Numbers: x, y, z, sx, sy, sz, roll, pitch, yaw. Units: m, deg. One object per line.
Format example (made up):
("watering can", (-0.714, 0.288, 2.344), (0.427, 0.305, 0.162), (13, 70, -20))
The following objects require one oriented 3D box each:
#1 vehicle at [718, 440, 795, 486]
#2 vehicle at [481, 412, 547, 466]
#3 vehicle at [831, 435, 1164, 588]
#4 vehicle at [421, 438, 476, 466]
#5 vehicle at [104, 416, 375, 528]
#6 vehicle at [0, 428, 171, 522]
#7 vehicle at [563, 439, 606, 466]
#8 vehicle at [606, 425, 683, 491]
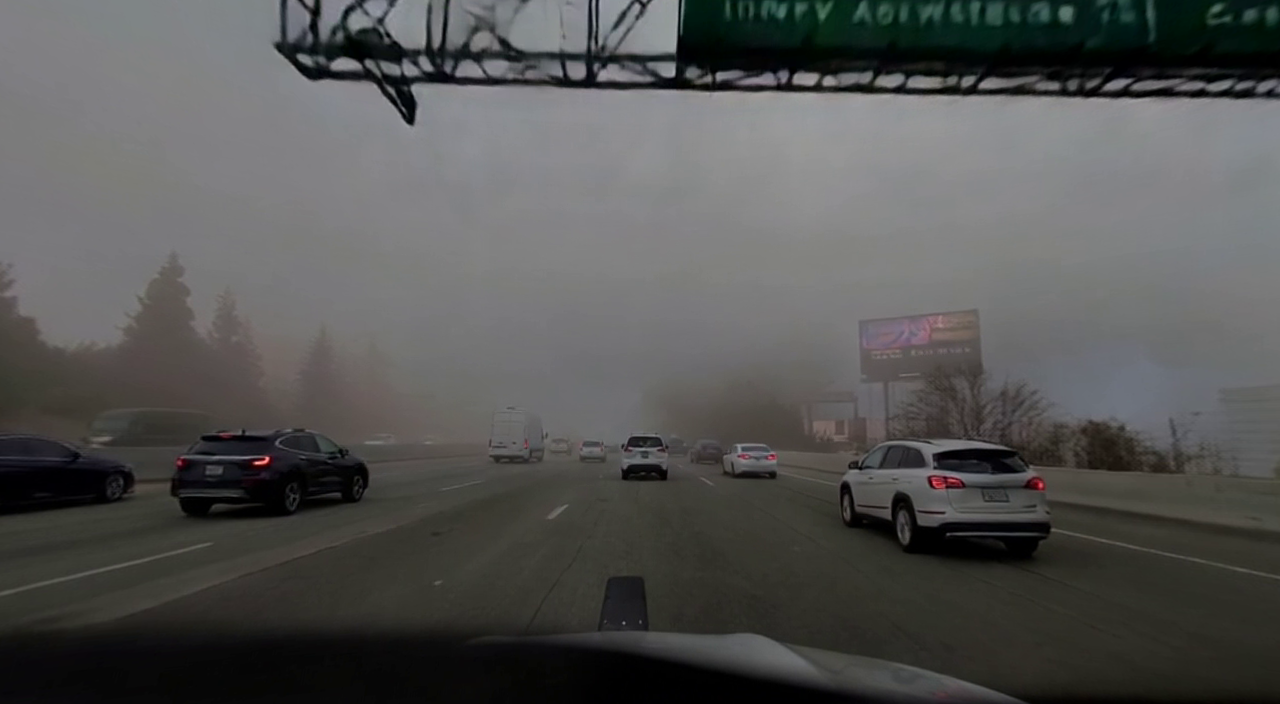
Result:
("vehicle", (4.193, 4.047, 23.481), (1.942, 1.487, 4.518), (1, -8, -1))
("vehicle", (-7.168, 5.082, 36.876), (2.358, 2.817, 7.055), (1, -8, 0))
("vehicle", (4.280, 1.912, 8.644), (1.915, 1.482, 4.537), (1, -8, 0))
("vehicle", (-10.977, 5.707, 36.399), (1.923, 1.480, 3.905), (1, -8, 1))
("vehicle", (-6.949, 2.103, 11.703), (2.021, 1.632, 4.417), (1, -8, 1))
("vehicle", (-10.834, 2.034, 10.835), (1.970, 1.441, 4.555), (1, -8, 1))
("vehicle", (-3.240, 5.993, 37.912), (2.079, 1.499, 4.512), (1, -8, 1))
("vehicle", (0.162, 3.385, 20.656), (2.209, 1.863, 4.626), (1, -8, 1))
